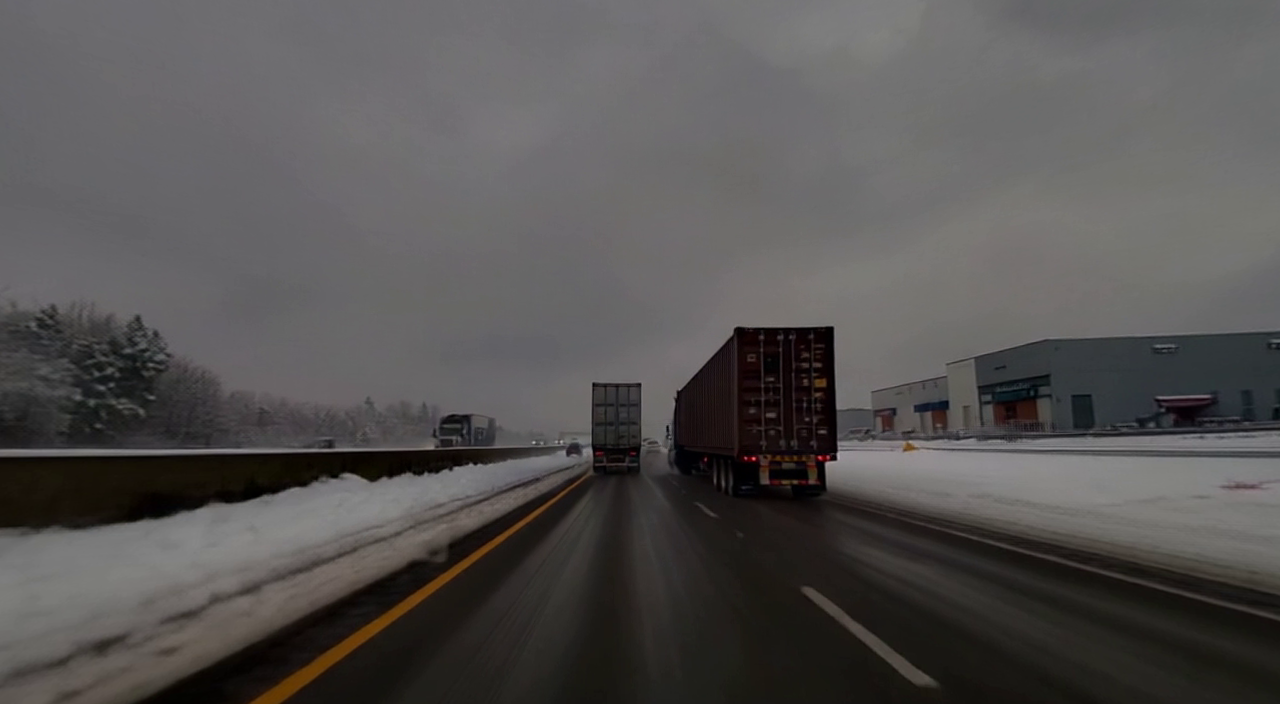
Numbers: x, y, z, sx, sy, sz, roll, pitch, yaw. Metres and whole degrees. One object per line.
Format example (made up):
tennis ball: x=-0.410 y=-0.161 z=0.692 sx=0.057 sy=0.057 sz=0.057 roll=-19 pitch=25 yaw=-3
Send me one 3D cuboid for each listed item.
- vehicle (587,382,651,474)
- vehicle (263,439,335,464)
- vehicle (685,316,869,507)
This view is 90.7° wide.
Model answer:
vehicle: x=-0.936 y=4.296 z=34.440 sx=2.841 sy=4.071 sz=12.046 roll=0 pitch=-9 yaw=0
vehicle: x=-21.163 y=6.198 z=39.519 sx=2.014 sy=1.475 sz=4.687 roll=0 pitch=-9 yaw=-2
vehicle: x=3.363 y=2.170 z=19.898 sx=2.803 sy=4.072 sz=12.744 roll=0 pitch=-9 yaw=0
